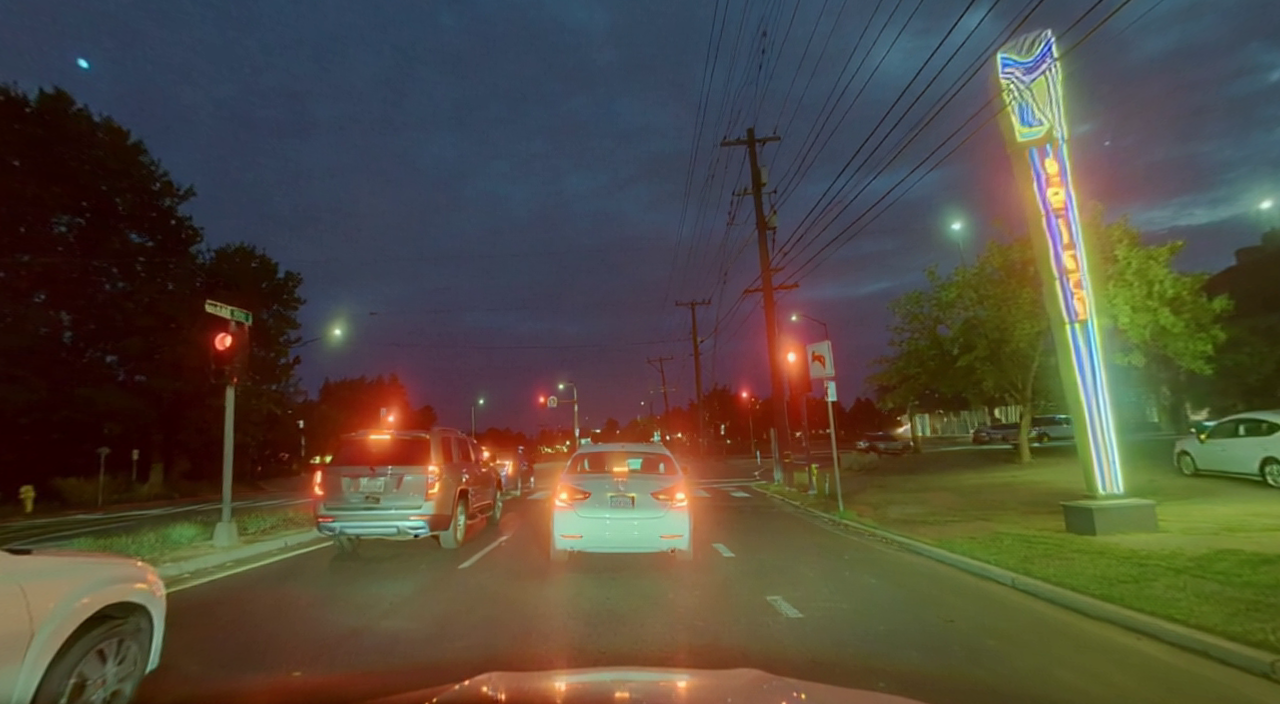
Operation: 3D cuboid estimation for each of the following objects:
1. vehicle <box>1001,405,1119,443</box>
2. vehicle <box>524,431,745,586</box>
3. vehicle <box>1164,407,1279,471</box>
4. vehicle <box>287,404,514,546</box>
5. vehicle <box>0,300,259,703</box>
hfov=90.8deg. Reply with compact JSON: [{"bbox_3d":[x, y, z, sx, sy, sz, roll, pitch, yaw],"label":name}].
[{"bbox_3d":[26.818,4.642,40.514,5.782,2.286,2.223,-1,-9,5],"label":"vehicle"},{"bbox_3d":[-0.098,1.804,8.144,2.121,1.474,3.968,0,-8,-1],"label":"vehicle"},{"bbox_3d":[17.019,2.545,18.283,1.858,1.622,4.491,-5,-10,28],"label":"vehicle"},{"bbox_3d":[-3.849,2.089,11.372,2.147,1.963,4.927,0,-8,0],"label":"vehicle"},{"bbox_3d":[-3.592,0.632,1.535,2.085,1.943,5.053,0,-8,1],"label":"vehicle"}]
